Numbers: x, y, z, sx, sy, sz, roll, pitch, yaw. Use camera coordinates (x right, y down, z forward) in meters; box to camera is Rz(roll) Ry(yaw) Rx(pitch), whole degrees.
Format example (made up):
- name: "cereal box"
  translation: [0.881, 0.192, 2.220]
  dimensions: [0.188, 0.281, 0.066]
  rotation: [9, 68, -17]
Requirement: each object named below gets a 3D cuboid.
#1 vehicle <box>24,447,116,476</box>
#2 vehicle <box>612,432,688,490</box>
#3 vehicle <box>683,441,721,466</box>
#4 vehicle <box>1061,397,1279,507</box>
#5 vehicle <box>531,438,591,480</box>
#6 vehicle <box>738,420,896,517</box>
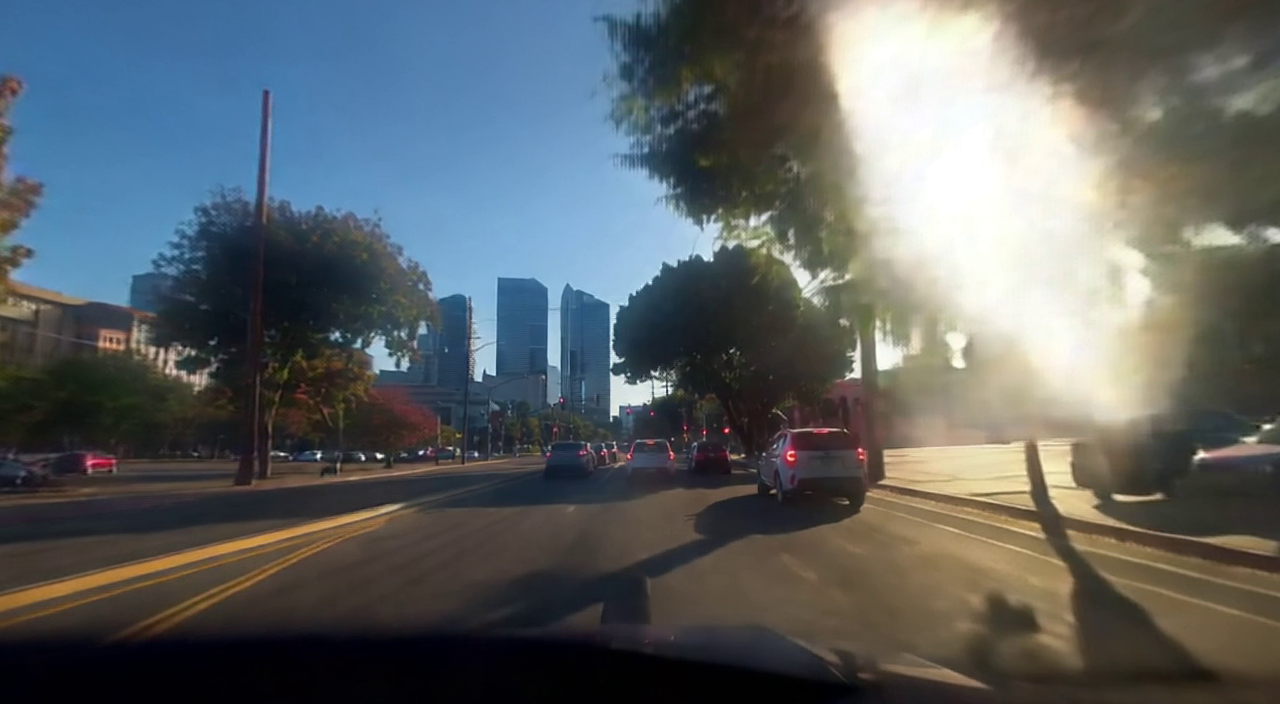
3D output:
- name: "vehicle"
  translation: [-37.803, 7.249, 41.969]
  dimensions: [1.882, 1.753, 4.517]
  rotation: [0, -8, -1]
- name: "vehicle"
  translation: [0.289, 3.479, 20.462]
  dimensions: [2.200, 1.653, 4.127]
  rotation: [0, -8, 0]
- name: "vehicle"
  translation: [3.898, 6.458, 40.289]
  dimensions: [1.880, 1.503, 4.130]
  rotation: [0, -8, -1]
- name: "vehicle"
  translation: [11.512, 2.039, 13.093]
  dimensions: [2.238, 1.845, 4.874]
  rotation: [-1, -8, 2]
- name: "vehicle"
  translation: [-3.062, 4.257, 25.329]
  dimensions: [2.104, 1.488, 4.546]
  rotation: [0, -8, -4]
- name: "vehicle"
  translation: [3.529, 2.423, 13.601]
  dimensions: [2.024, 1.711, 4.512]
  rotation: [0, -8, -1]
